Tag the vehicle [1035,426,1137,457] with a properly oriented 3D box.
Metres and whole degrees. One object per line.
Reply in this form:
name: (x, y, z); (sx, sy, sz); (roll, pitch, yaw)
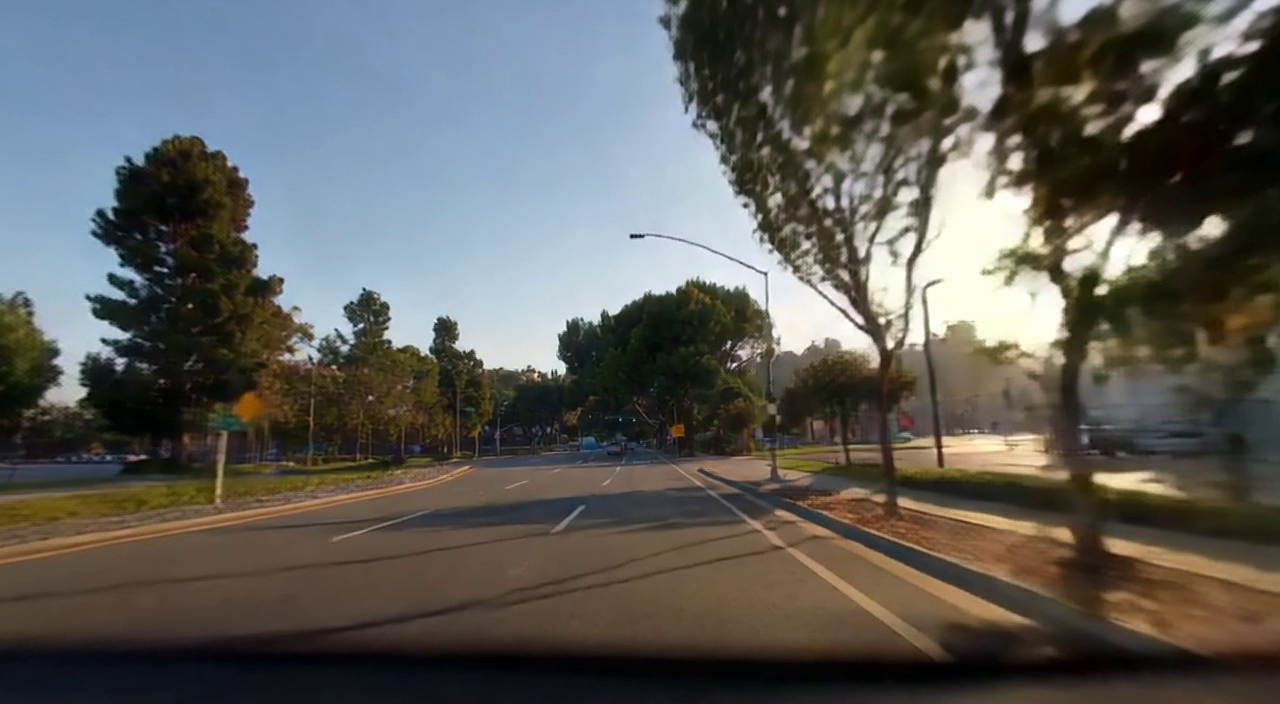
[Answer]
vehicle: (25.922, 5.214, 36.758); (4.384, 1.682, 1.866); (-1, -9, 2)
